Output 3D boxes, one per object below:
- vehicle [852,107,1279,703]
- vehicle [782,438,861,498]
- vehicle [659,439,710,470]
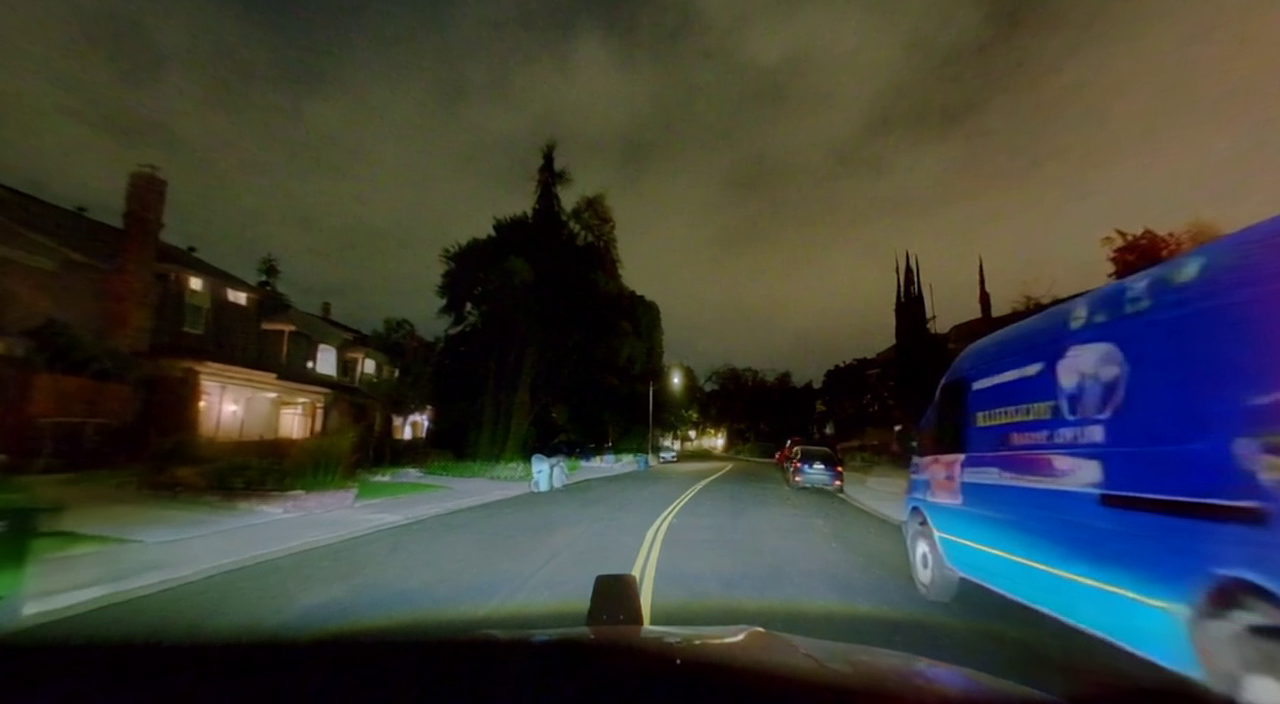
[{"bbox_3d":[3.920,0.724,4.597,2.684,2.712,6.197,0,-9,1],"label":"vehicle"},{"bbox_3d":[5.673,3.632,20.217,1.822,1.668,4.147,-1,-9,8],"label":"vehicle"},{"bbox_3d":[2.743,6.097,37.818,2.278,1.704,5.321,-2,-9,12],"label":"vehicle"}]
